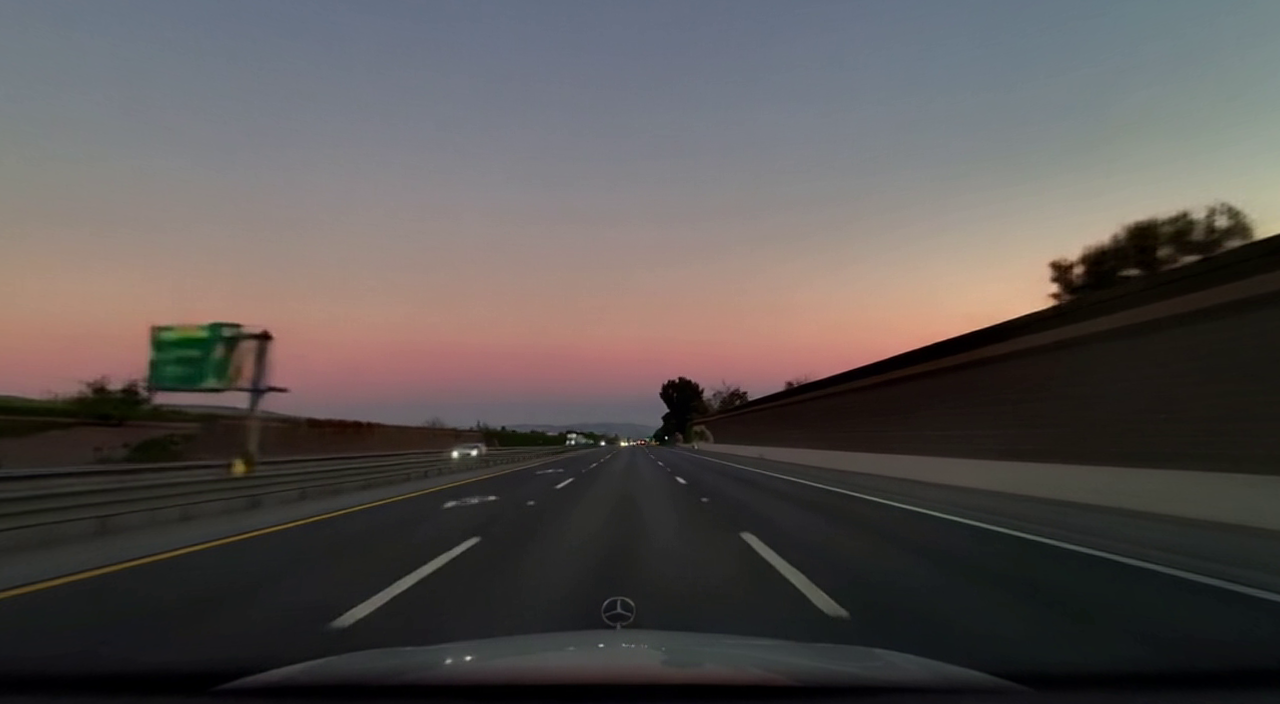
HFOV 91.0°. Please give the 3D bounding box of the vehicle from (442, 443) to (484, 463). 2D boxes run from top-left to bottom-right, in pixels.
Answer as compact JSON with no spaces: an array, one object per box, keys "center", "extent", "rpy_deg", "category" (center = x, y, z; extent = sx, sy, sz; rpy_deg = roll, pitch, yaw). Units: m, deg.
[{"center":[-13.694,7.841,48.967],"extent":[1.942,1.444,4.697],"rpy_deg":[0,-8,0],"category":"vehicle"}]
